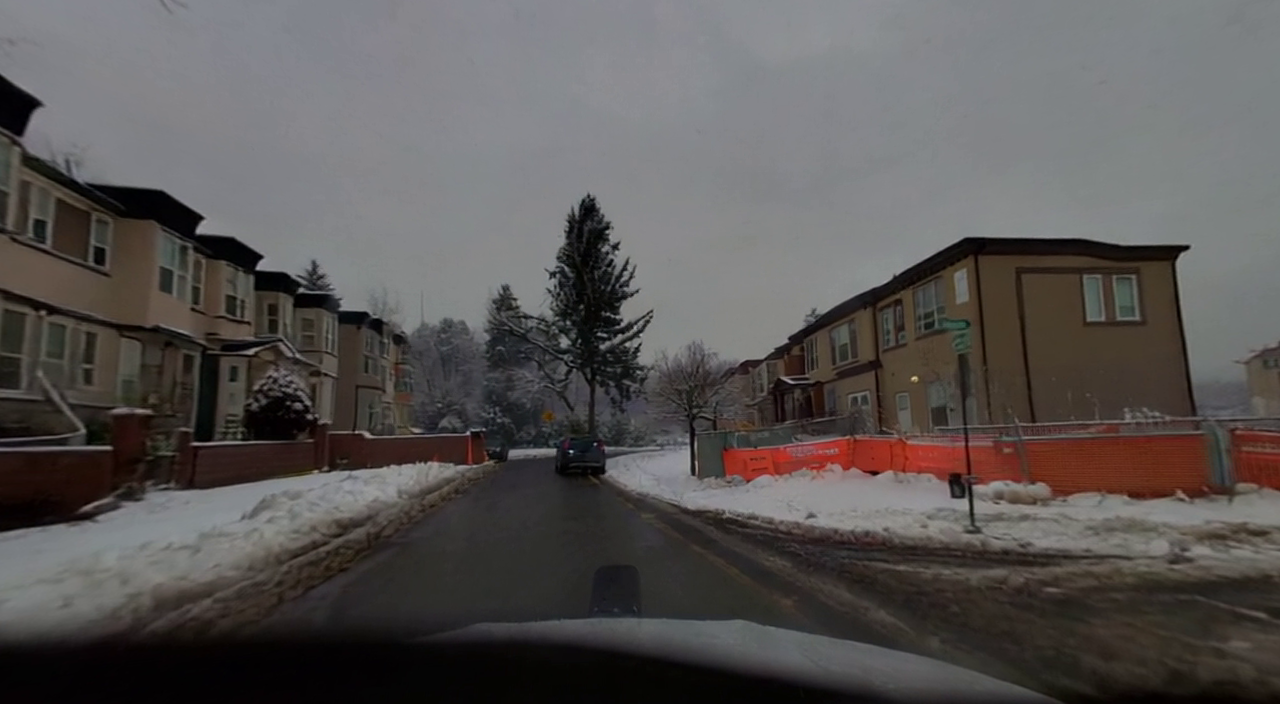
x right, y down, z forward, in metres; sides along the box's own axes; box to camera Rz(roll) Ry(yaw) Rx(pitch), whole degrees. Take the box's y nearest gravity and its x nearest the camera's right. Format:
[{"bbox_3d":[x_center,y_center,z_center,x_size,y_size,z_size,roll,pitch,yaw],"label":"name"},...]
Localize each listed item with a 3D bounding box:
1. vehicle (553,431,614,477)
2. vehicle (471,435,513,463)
[{"bbox_3d":[-2.441,4.195,26.309,2.066,1.739,4.234,1,-8,-11],"label":"vehicle"},{"bbox_3d":[-8.603,5.613,36.831,1.834,1.543,3.497,0,-8,-4],"label":"vehicle"}]
